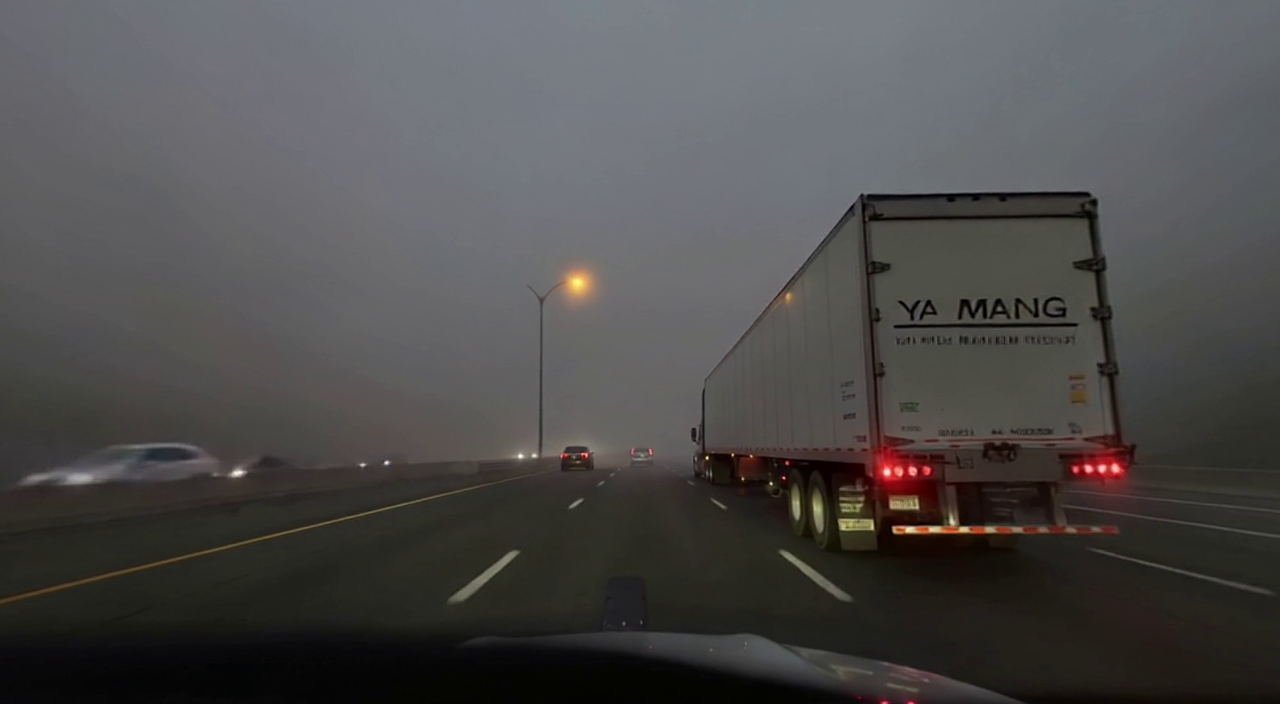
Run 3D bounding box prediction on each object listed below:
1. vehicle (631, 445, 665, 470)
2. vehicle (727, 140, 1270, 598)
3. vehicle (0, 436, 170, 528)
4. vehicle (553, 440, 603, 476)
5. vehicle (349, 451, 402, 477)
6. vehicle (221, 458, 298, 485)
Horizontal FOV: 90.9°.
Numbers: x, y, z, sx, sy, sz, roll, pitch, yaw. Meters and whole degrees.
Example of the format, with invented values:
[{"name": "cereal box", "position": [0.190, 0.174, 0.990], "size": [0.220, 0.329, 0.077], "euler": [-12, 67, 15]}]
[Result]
[{"name": "vehicle", "position": [0.466, 6.704, 40.255], "size": [2.063, 1.469, 4.208], "euler": [0, -9, 0]}, {"name": "vehicle", "position": [3.906, 0.983, 11.809], "size": [2.821, 4.077, 12.562], "euler": [0, -9, 0]}, {"name": "vehicle", "position": [-12.836, 2.724, 13.721], "size": [1.957, 1.672, 4.174], "euler": [0, -9, 0]}, {"name": "vehicle", "position": [-3.097, 5.386, 32.275], "size": [2.058, 1.711, 4.226], "euler": [0, -9, 1]}, {"name": "vehicle", "position": [-19.154, 8.085, 45.844], "size": [1.897, 1.729, 4.321], "euler": [0, -9, 1]}, {"name": "vehicle", "position": [-23.486, 7.388, 39.146], "size": [1.859, 1.484, 4.695], "euler": [0, -9, 0]}]
